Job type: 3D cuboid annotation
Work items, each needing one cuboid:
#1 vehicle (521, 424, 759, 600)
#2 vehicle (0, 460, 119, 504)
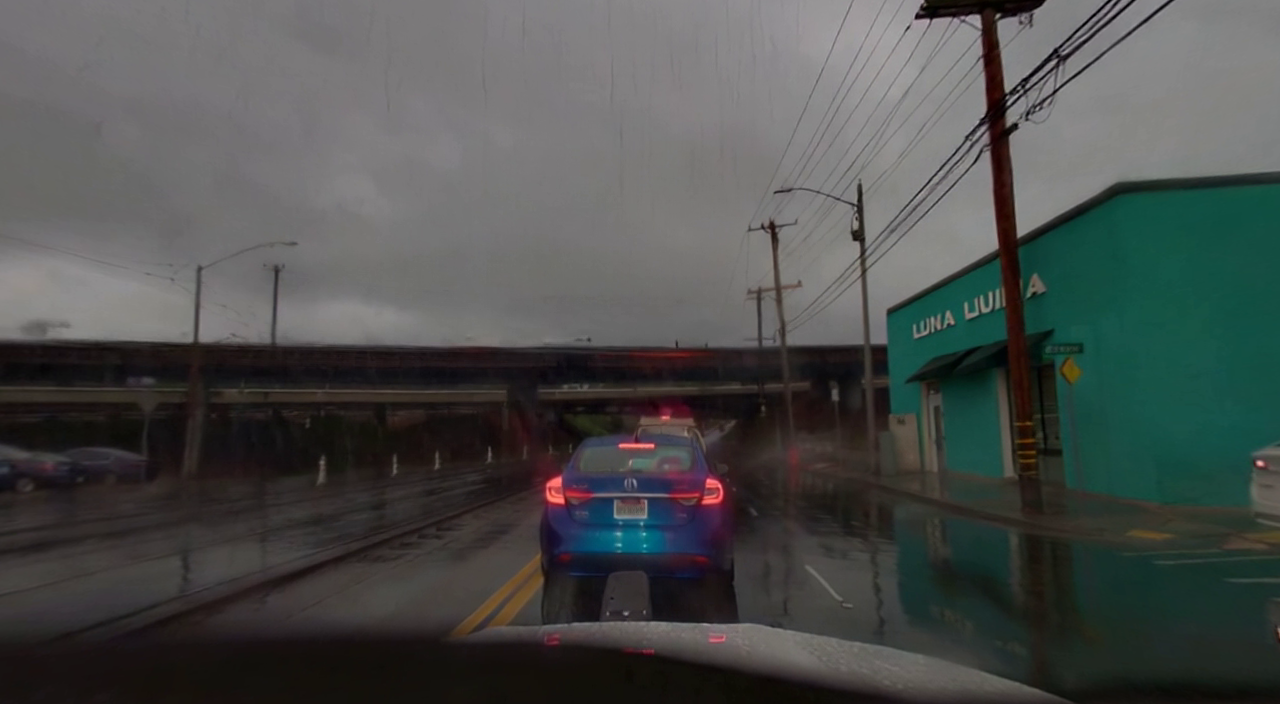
[{"bbox_3d":[0.086,1.714,7.613,2.090,1.518,4.033,-1,-9,3],"label":"vehicle"},{"bbox_3d":[-21.944,4.678,22.828,4.566,1.453,1.935,-1,-9,5],"label":"vehicle"}]
